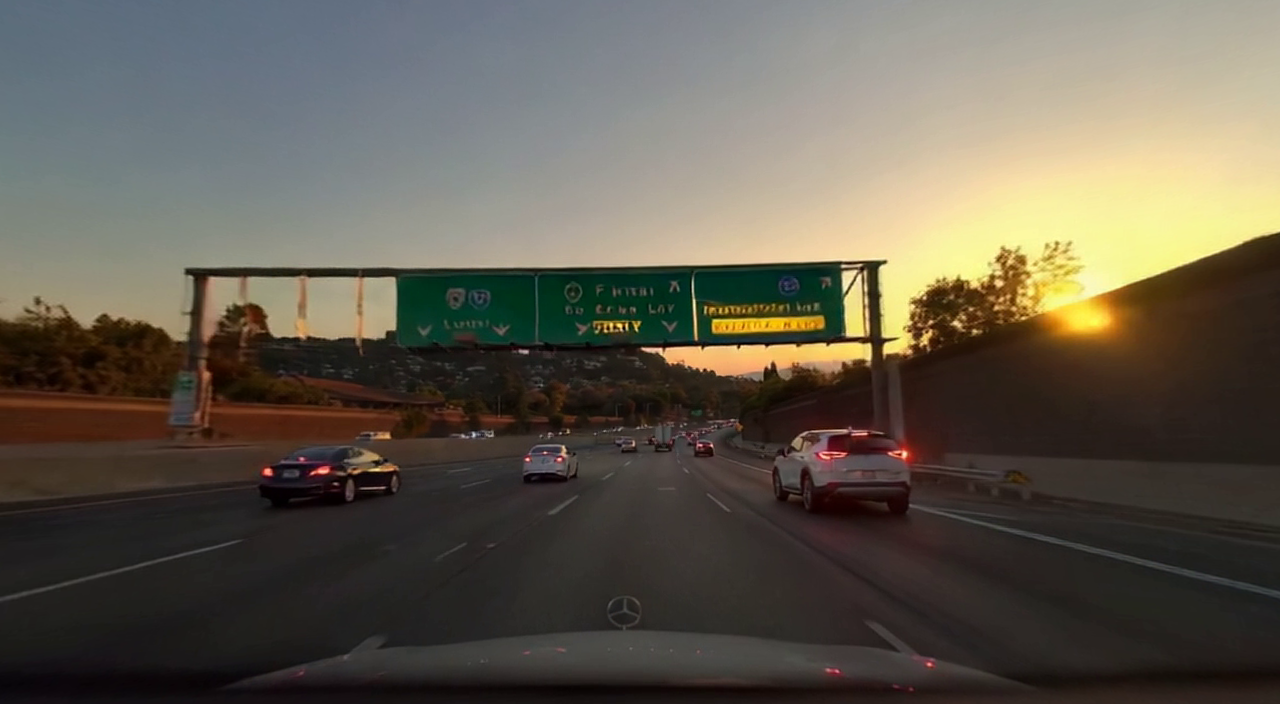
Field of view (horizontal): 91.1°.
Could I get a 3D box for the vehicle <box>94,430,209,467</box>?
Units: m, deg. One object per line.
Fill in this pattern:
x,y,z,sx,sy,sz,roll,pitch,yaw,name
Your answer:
-27.541,5.460,35.683,2.130,1.945,5.252,0,-9,2,vehicle

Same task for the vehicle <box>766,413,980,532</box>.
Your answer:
3.840,2.097,11.472,2.108,1.709,4.703,0,-9,0,vehicle

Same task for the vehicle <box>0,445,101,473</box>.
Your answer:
-31.736,5.692,33.720,1.745,1.409,4.176,0,-9,2,vehicle

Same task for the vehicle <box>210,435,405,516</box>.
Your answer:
-6.970,2.611,13.780,1.909,1.482,4.140,0,-9,1,vehicle

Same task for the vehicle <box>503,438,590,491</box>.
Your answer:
-2.797,3.478,19.741,1.947,1.479,4.114,0,-9,2,vehicle
